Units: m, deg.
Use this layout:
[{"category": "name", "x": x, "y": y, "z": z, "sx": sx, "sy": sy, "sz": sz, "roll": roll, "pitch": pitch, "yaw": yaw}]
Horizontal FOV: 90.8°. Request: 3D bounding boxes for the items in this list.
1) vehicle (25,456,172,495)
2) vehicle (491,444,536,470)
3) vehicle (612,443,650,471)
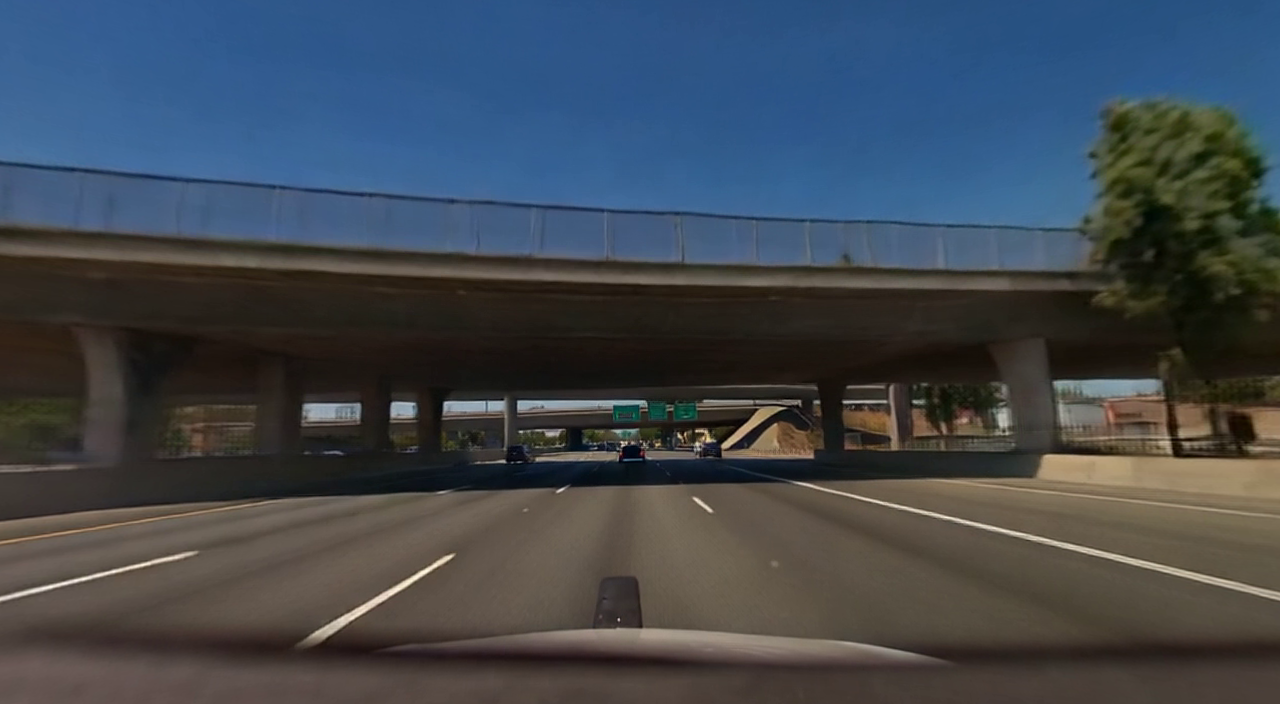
[{"category": "vehicle", "x": -20.327, "y": 4.633, "z": 24.001, "sx": 1.808, "sy": 1.203, "sz": 4.334, "roll": 0, "pitch": -8, "yaw": -1}, {"category": "vehicle", "x": -8.011, "y": 6.665, "z": 40.402, "sx": 1.957, "sy": 1.554, "sz": 4.350, "roll": 0, "pitch": -8, "yaw": -1}, {"category": "vehicle", "x": -0.548, "y": 5.848, "z": 35.477, "sx": 2.012, "sy": 1.471, "sz": 4.059, "roll": 0, "pitch": -8, "yaw": -2}]
